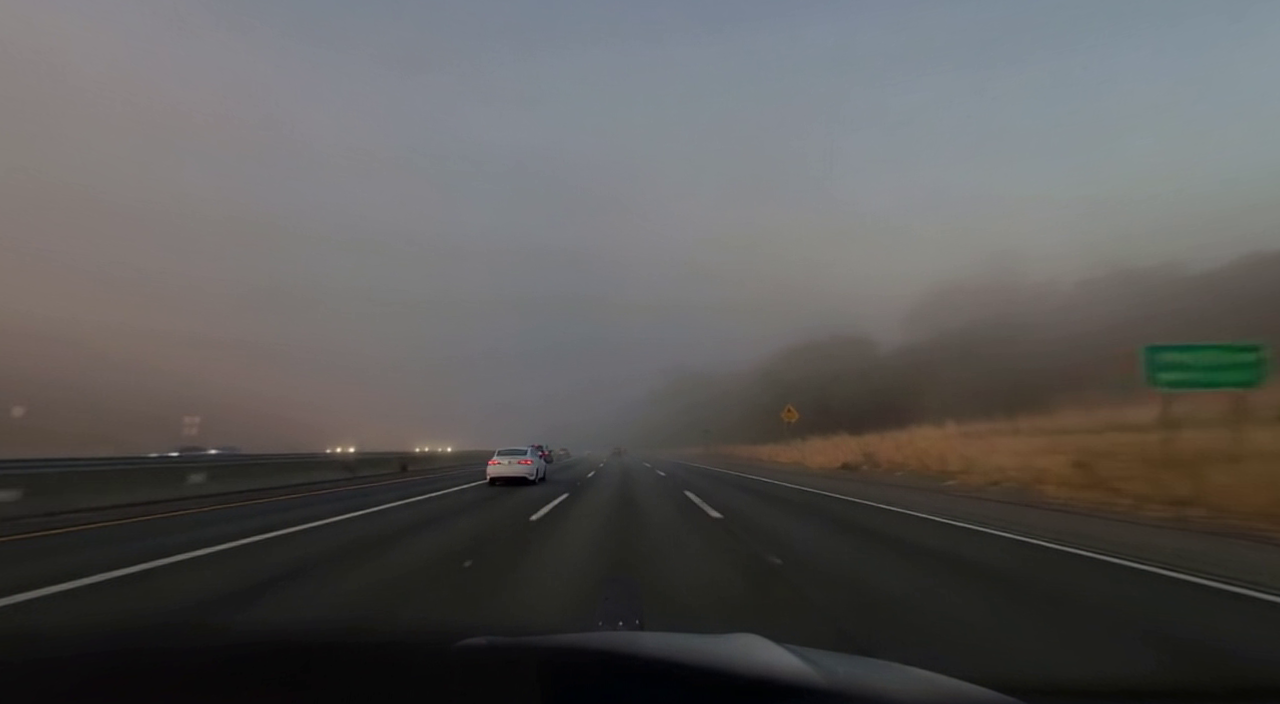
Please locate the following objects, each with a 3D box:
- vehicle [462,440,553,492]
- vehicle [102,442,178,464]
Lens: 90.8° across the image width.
[{"bbox_3d":[-4.264,3.741,21.127,2.073,1.516,4.478,0,-9,0],"label":"vehicle"},{"bbox_3d":[-36.732,7.420,46.546,1.880,1.484,4.668,0,-9,-2],"label":"vehicle"}]
